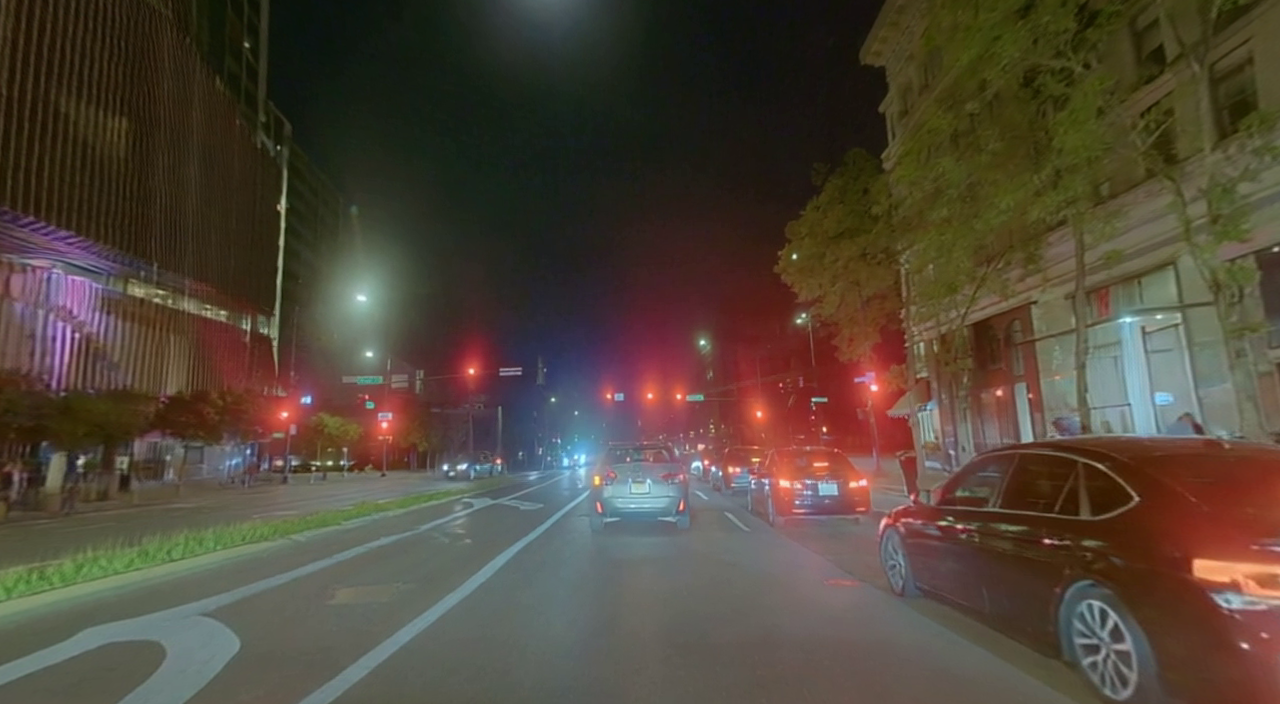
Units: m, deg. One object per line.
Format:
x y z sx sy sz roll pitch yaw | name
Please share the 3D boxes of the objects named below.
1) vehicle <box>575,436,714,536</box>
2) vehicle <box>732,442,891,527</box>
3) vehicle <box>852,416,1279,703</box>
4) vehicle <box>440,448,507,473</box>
0.054 2.370 11.769 2.118 1.512 4.013 0 -9 0 | vehicle
3.353 2.682 13.411 1.996 1.469 4.495 0 -9 -1 | vehicle
3.247 1.289 4.413 1.912 1.454 4.537 0 -9 0 | vehicle
-13.118 8.501 49.793 4.642 1.889 2.210 5 -10 -29 | vehicle
